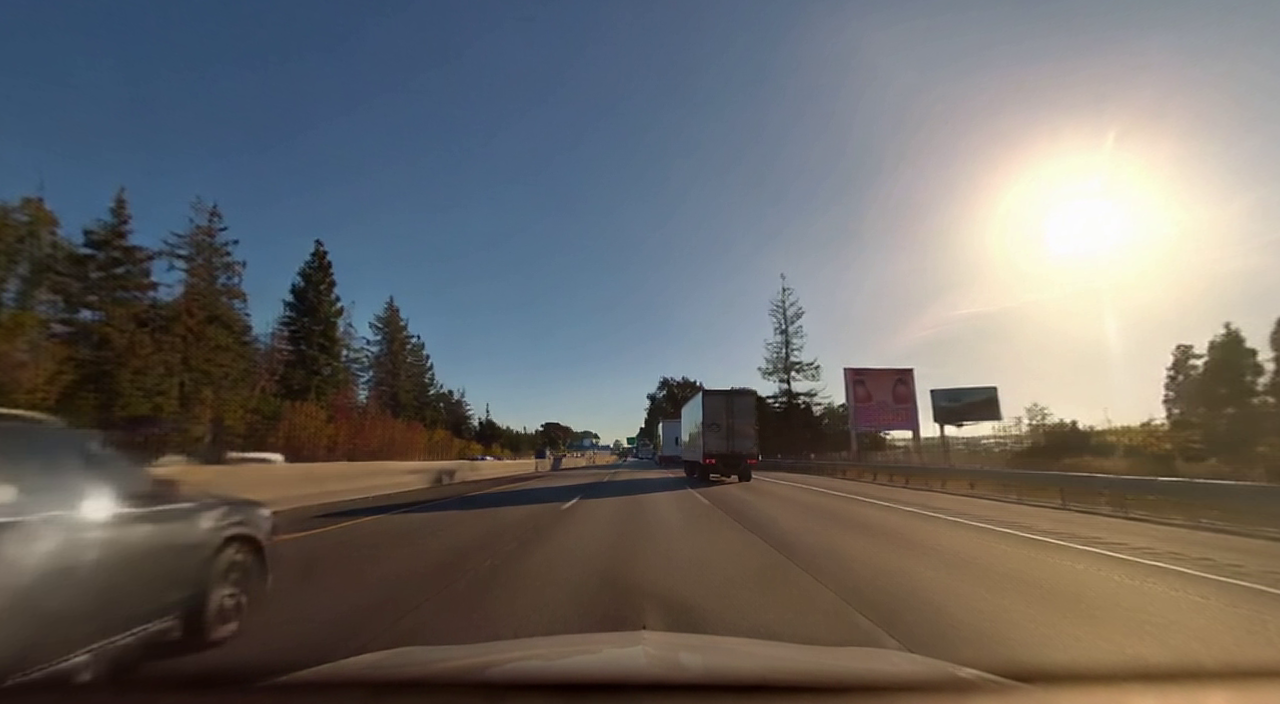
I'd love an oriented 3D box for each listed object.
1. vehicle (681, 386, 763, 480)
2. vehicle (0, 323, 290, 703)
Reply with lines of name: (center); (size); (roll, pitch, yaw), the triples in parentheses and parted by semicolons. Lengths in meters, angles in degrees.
vehicle: (4.172, 4.762, 35.726); (2.826, 4.269, 14.176); (0, -9, 0)
vehicle: (-3.642, 0.712, 1.957); (2.291, 1.788, 4.825); (0, -9, 0)
